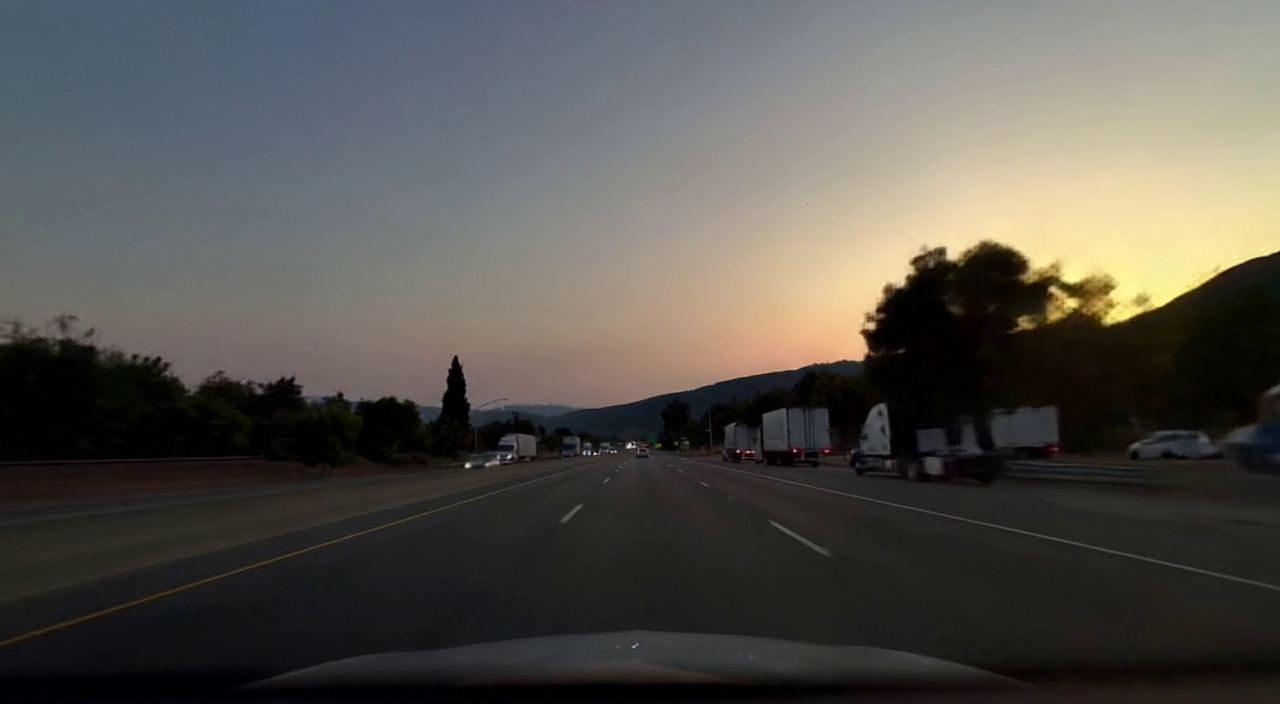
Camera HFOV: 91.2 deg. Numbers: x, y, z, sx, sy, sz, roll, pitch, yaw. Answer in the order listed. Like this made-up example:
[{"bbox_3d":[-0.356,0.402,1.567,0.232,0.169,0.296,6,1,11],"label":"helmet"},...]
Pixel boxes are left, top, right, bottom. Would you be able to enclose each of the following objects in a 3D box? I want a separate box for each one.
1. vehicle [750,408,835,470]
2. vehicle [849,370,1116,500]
[{"bbox_3d":[11.247,6.787,48.216,2.850,4.038,14.497,0,-9,0],"label":"vehicle"},{"bbox_3d":[11.345,3.183,23.281,2.741,3.505,12.591,0,-9,0],"label":"vehicle"}]
